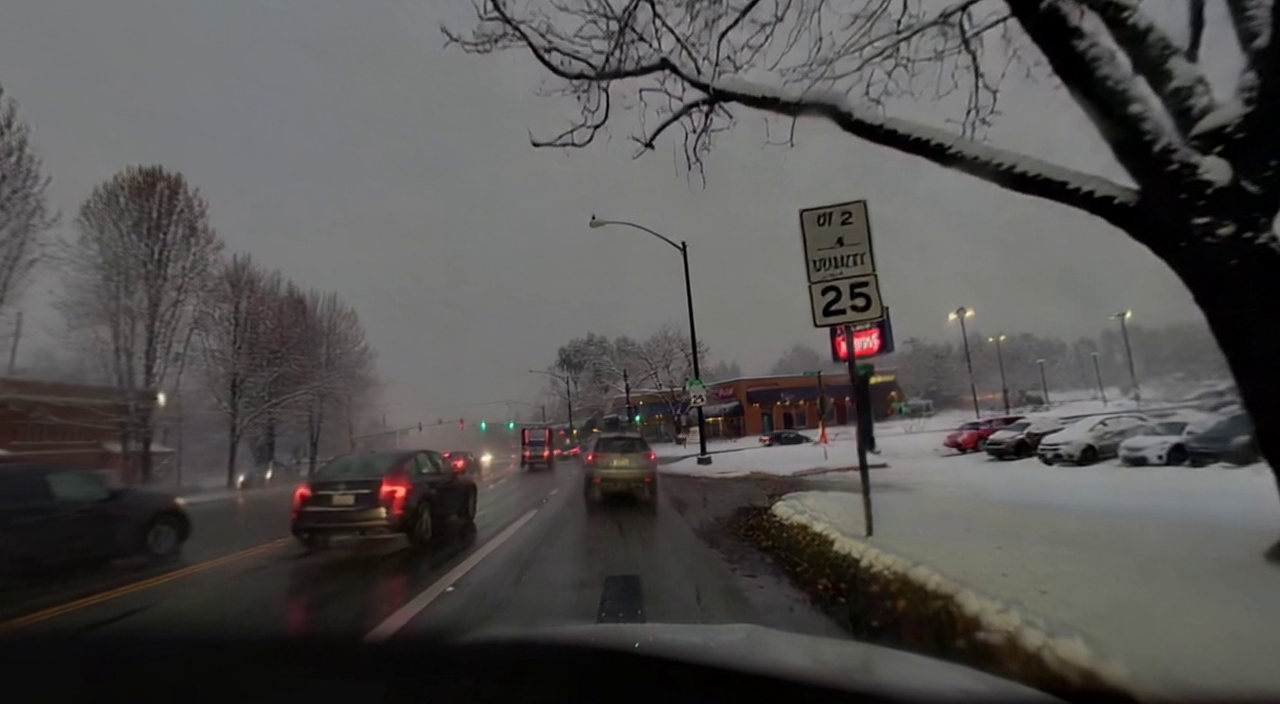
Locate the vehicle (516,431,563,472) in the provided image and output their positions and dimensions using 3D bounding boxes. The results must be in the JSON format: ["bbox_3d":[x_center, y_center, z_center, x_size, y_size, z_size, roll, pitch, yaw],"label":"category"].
[{"bbox_3d":[-5.247,5.290,33.479,2.082,2.018,4.308,1,-9,-4],"label":"vehicle"}]

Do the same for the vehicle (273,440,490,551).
[{"bbox_3d":[-4.265,2.421,11.399,1.974,1.549,4.603,1,-9,0],"label":"vehicle"}]

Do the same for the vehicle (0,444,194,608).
[{"bbox_3d":[-7.662,1.894,7.174,2.051,1.681,4.193,1,-9,0],"label":"vehicle"}]

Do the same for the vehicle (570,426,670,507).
[{"bbox_3d":[-0.524,2.777,15.607,2.144,1.704,4.028,1,-9,-3],"label":"vehicle"}]
